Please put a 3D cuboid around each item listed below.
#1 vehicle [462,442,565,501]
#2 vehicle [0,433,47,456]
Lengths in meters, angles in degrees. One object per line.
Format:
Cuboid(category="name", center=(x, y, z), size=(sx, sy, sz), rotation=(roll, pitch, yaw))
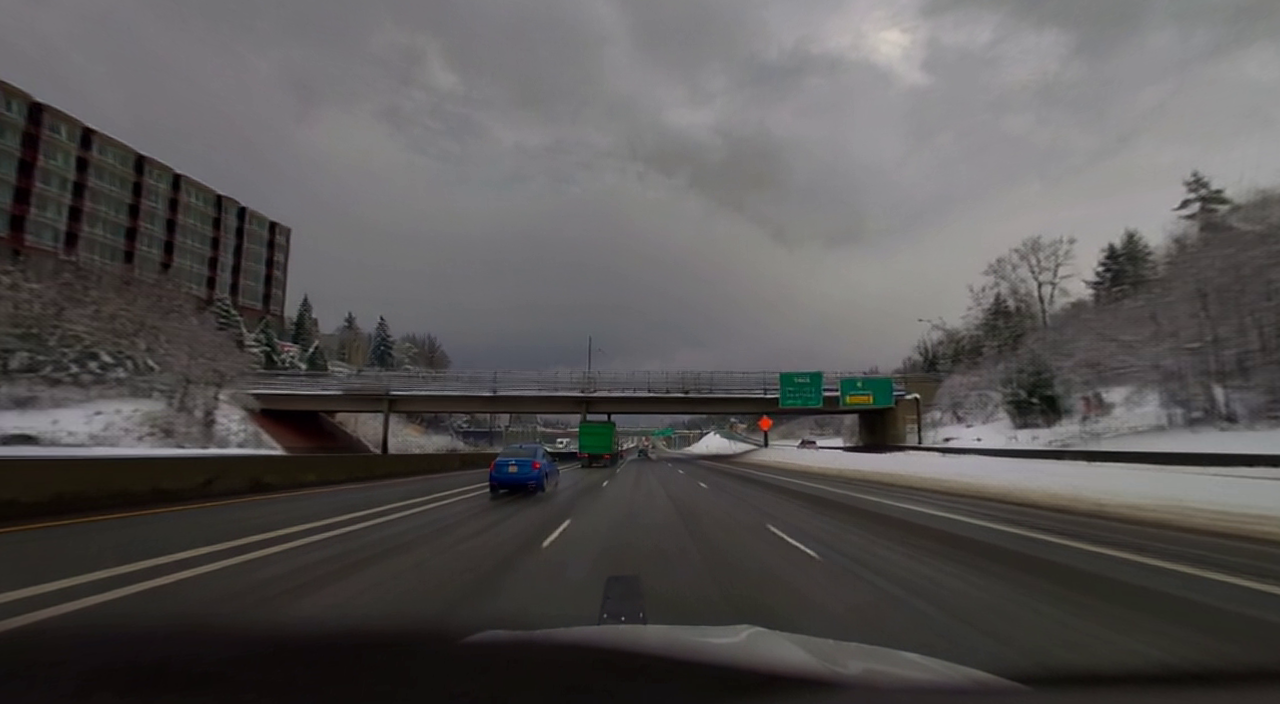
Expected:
Cuboid(category="vehicle", center=(-3.551, 3.448, 18.589), size=(2.039, 1.478, 4.483), rotation=(0, -9, 1))
Cuboid(category="vehicle", center=(-42.642, 6.240, 42.399), size=(1.669, 1.458, 3.793), rotation=(1, -9, 0))
